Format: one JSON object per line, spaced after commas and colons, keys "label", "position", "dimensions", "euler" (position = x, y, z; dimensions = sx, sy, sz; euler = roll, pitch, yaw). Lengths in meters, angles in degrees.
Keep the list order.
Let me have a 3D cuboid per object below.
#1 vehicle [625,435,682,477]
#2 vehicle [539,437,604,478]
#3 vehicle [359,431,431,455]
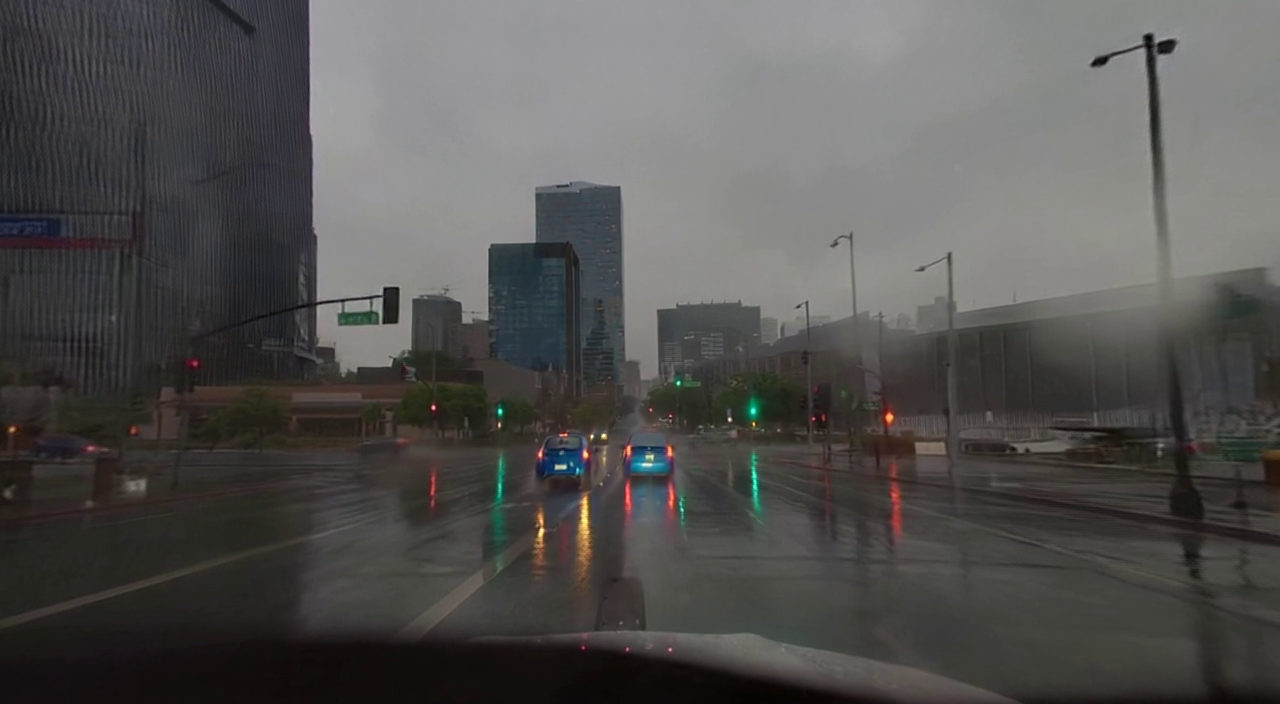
{"label": "vehicle", "position": [0.500, 4.007, 24.407], "dimensions": [2.016, 1.478, 3.795], "euler": [0, -9, 1]}
{"label": "vehicle", "position": [-2.655, 4.217, 25.520], "dimensions": [1.995, 1.479, 4.627], "euler": [0, -9, 1]}
{"label": "vehicle", "position": [-19.170, 7.164, 49.630], "dimensions": [4.964, 1.789, 1.941], "euler": [1, -9, -10]}
